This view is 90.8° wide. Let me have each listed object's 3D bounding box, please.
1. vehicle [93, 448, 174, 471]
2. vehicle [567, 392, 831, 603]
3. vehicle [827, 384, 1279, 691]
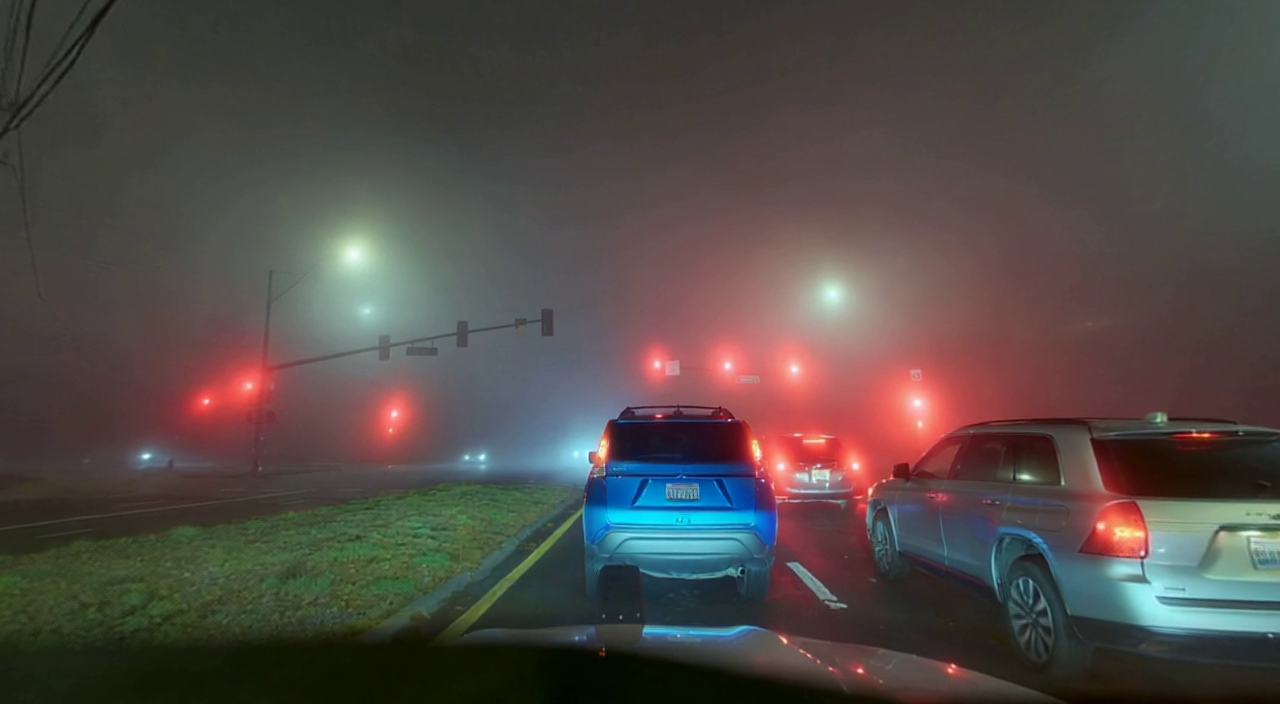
[{"bbox_3d":[-33.690,7.153,42.033,4.647,1.453,1.881,-3,-9,18],"label":"vehicle"},{"bbox_3d":[0.451,1.555,7.618,2.240,1.778,4.335,0,-8,-1],"label":"vehicle"},{"bbox_3d":[3.406,1.339,5.784,1.990,1.649,4.625,0,-8,0],"label":"vehicle"}]
